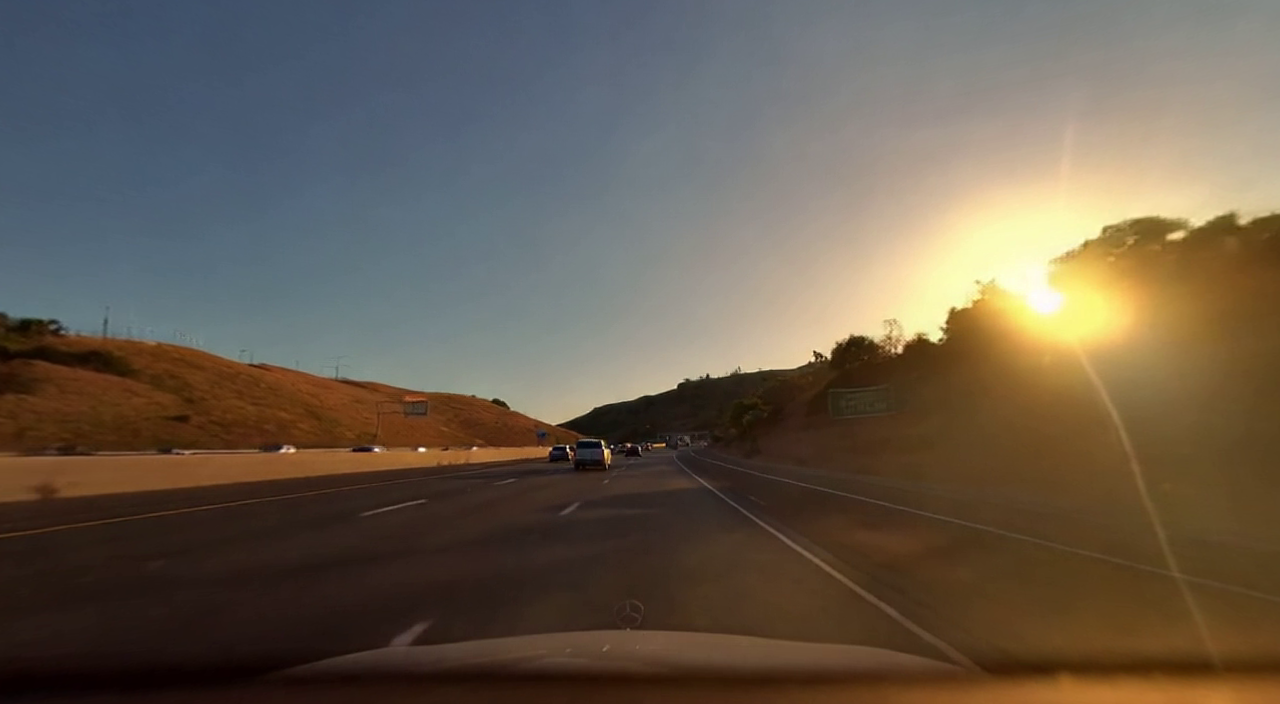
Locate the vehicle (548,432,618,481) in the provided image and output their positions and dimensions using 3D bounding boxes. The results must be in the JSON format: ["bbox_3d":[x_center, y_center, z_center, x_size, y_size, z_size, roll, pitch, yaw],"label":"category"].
[{"bbox_3d":[-2.318,4.477,27.262,2.413,1.896,5.218,0,-9,2],"label":"vehicle"}]
